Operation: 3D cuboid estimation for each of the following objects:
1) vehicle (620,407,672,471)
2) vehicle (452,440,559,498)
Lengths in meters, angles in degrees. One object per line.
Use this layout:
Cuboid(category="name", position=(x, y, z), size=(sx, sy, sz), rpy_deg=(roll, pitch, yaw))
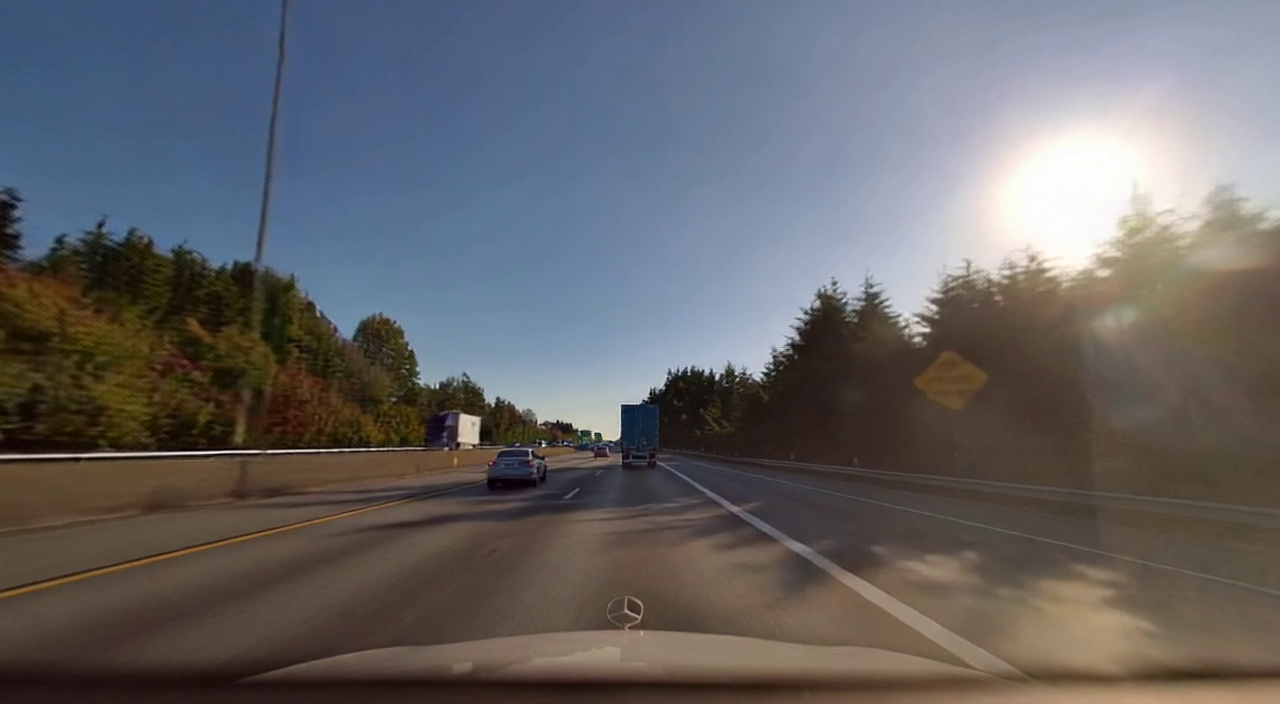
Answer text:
Cuboid(category="vehicle", position=(0.210, 5.705, 40.680), size=(2.893, 3.628, 9.081), rpy_deg=(0, -9, -2))
Cuboid(category="vehicle", position=(-3.907, 3.501, 19.334), size=(2.114, 1.523, 5.110), rpy_deg=(0, -9, 0))
